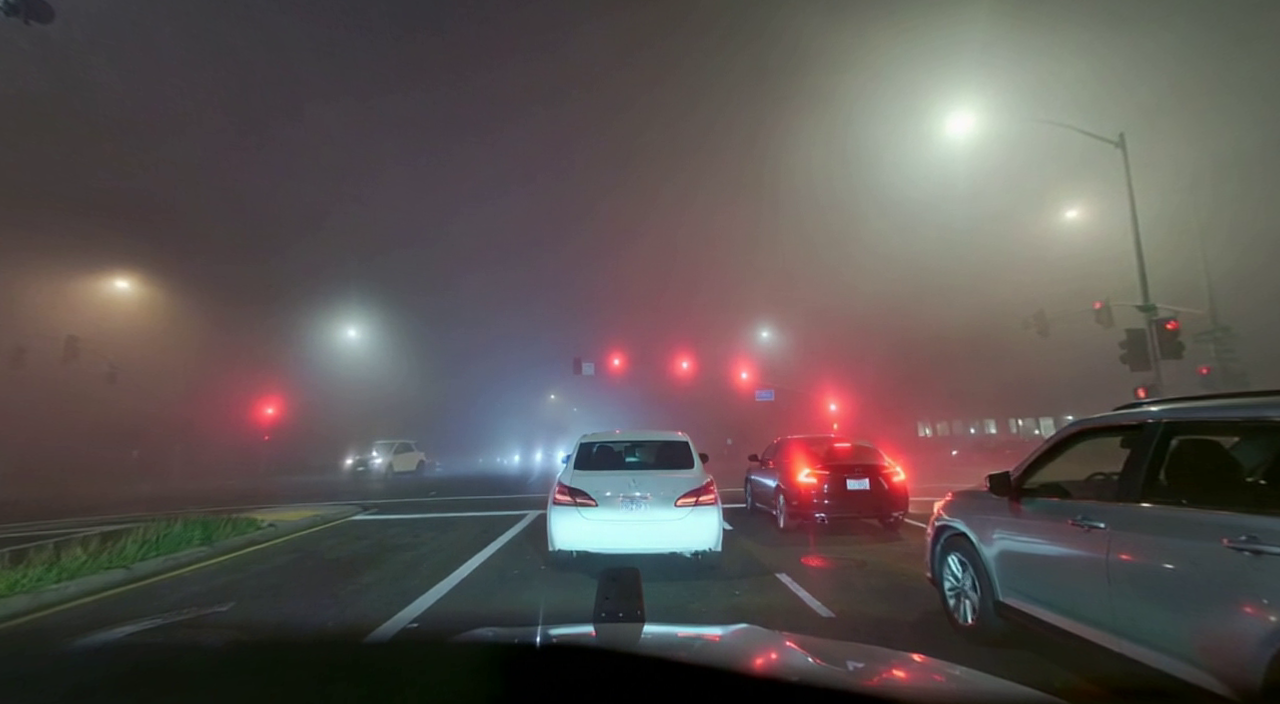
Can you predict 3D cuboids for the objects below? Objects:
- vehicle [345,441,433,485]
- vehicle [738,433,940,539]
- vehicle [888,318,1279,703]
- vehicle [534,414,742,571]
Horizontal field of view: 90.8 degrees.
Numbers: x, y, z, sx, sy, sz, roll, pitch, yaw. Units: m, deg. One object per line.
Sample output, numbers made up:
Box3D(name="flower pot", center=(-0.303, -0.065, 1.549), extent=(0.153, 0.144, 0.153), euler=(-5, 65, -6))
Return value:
Box3D(name="vehicle", center=(-11.491, 4.984, 28.798), extent=(2.021, 1.837, 4.448), euler=(8, -12, -44))
Box3D(name="vehicle", center=(3.153, 2.209, 11.128), extent=(2.001, 1.463, 4.398), euler=(0, -8, -2))
Box3D(name="vehicle", center=(3.002, 0.865, 2.660), extent=(2.103, 1.701, 4.294), euler=(0, -8, -1))
Box3D(name="vehicle", center=(-0.068, 1.782, 8.747), extent=(2.188, 1.637, 4.027), euler=(0, -8, -1))
